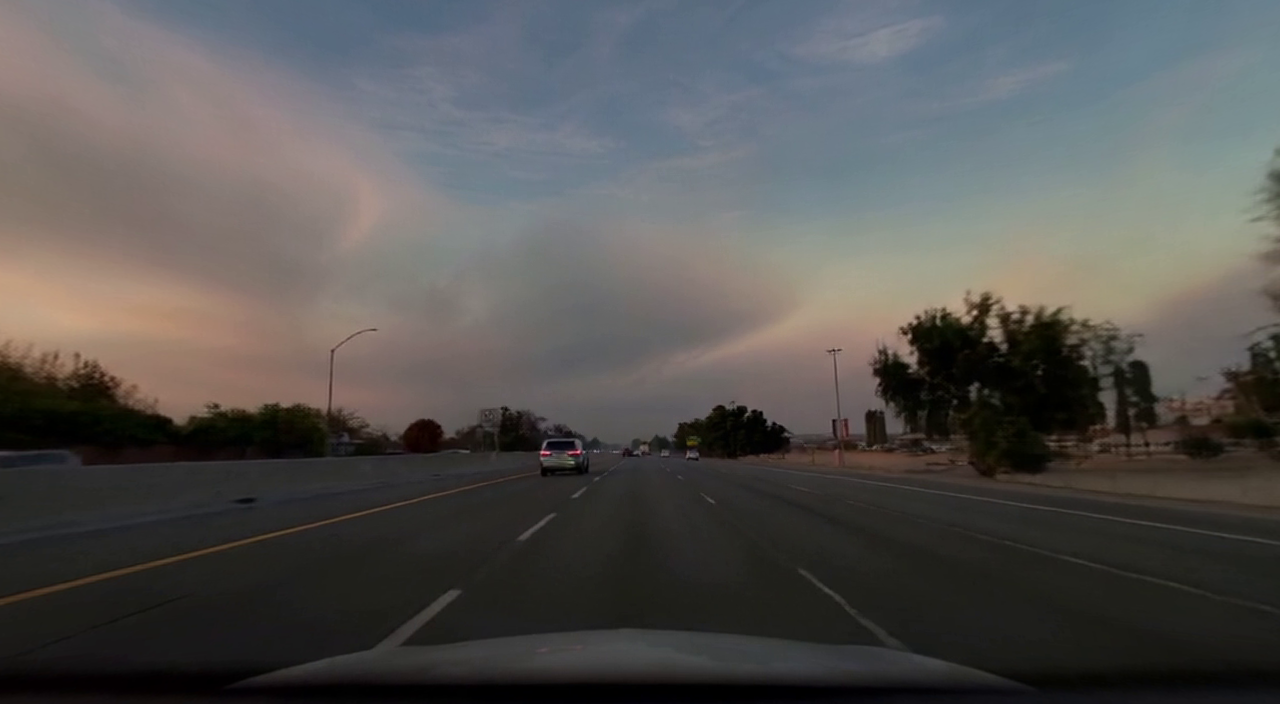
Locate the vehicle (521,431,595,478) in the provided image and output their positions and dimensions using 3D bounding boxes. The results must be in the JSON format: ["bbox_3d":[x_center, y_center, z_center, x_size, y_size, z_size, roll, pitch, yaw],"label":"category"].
[{"bbox_3d":[-3.622,4.688,29.109,2.431,1.928,5.760,0,-9,2],"label":"vehicle"}]
